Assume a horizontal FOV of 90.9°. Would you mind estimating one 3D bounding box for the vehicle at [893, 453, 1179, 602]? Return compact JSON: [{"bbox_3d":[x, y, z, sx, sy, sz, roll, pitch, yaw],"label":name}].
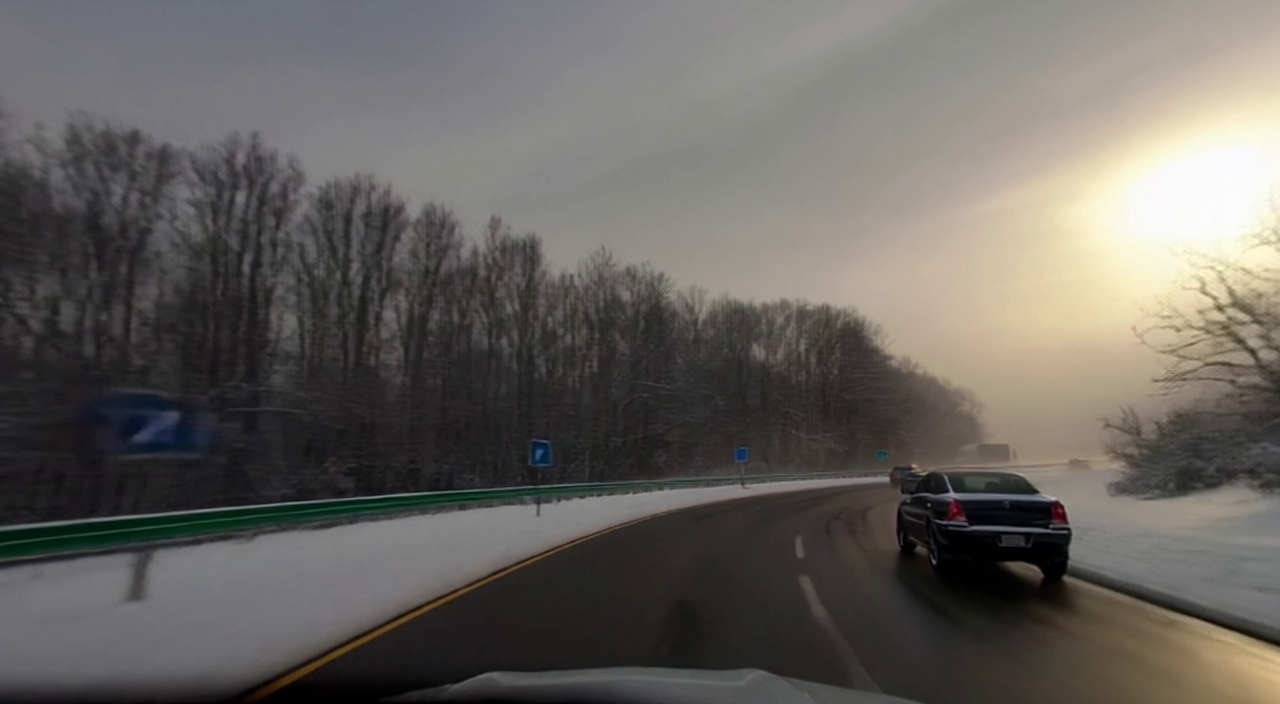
[{"bbox_3d":[5.272,2.341,9.208,2.023,1.593,4.105,-1,-11,10],"label":"vehicle"}]
